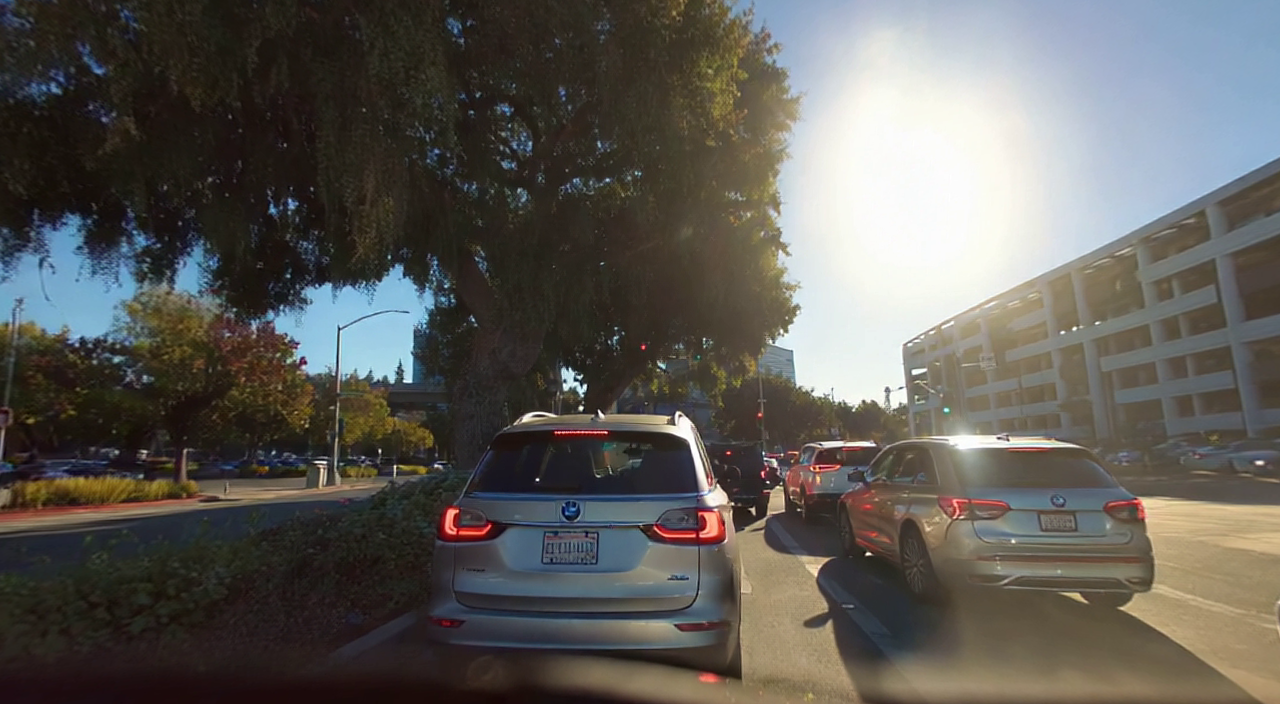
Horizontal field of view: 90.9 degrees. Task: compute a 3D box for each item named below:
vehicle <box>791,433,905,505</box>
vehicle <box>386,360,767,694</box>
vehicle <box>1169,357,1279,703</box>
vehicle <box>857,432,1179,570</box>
[{"bbox_3d":[5.325,3.030,16.736,1.994,1.638,4.100,-1,-9,6],"label":"vehicle"},{"bbox_3d":[-0.211,1.232,5.563,2.021,1.742,4.295,-1,-8,4],"label":"vehicle"},{"bbox_3d":[4.054,0.599,1.106,1.993,1.719,4.953,0,-8,1],"label":"vehicle"},{"bbox_3d":[4.891,1.959,9.173,1.963,1.480,4.553,0,-8,2],"label":"vehicle"}]
